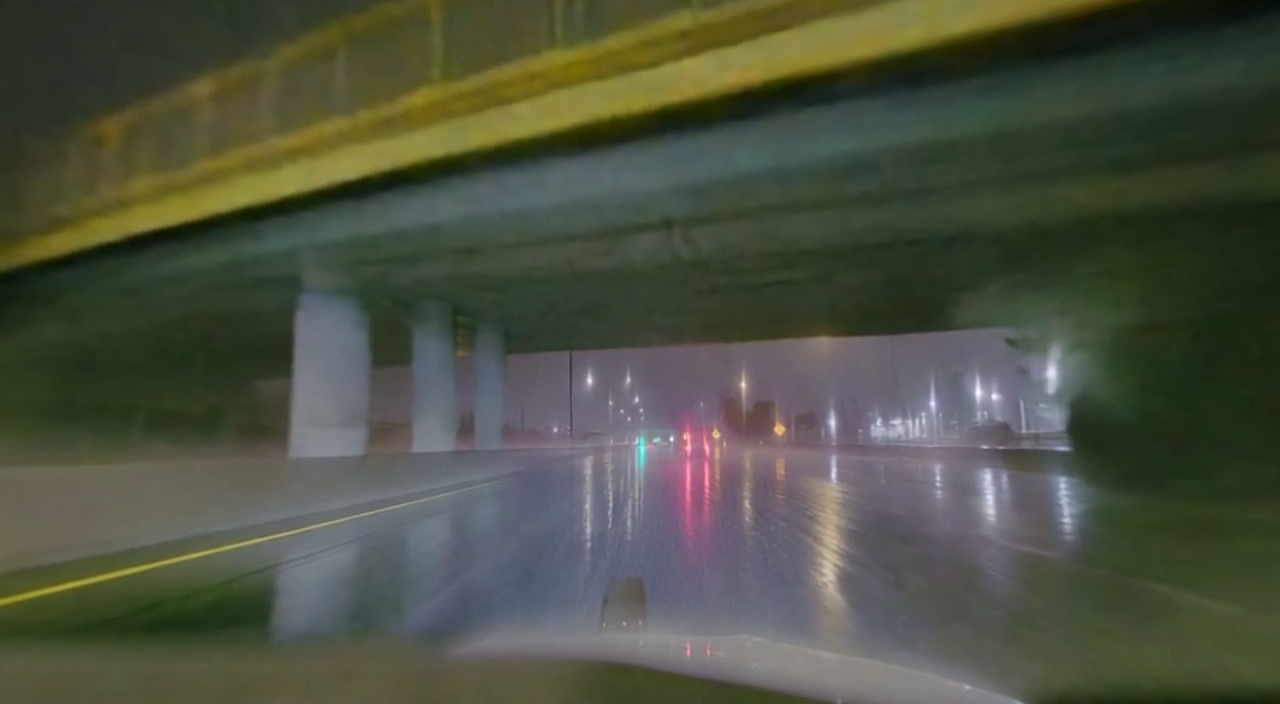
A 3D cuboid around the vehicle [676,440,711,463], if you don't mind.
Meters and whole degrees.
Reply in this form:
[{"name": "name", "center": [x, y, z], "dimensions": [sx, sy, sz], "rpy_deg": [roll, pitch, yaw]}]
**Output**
[{"name": "vehicle", "center": [3.641, 6.889, 43.677], "dimensions": [1.949, 1.515, 4.374], "rpy_deg": [0, -8, -1]}]
